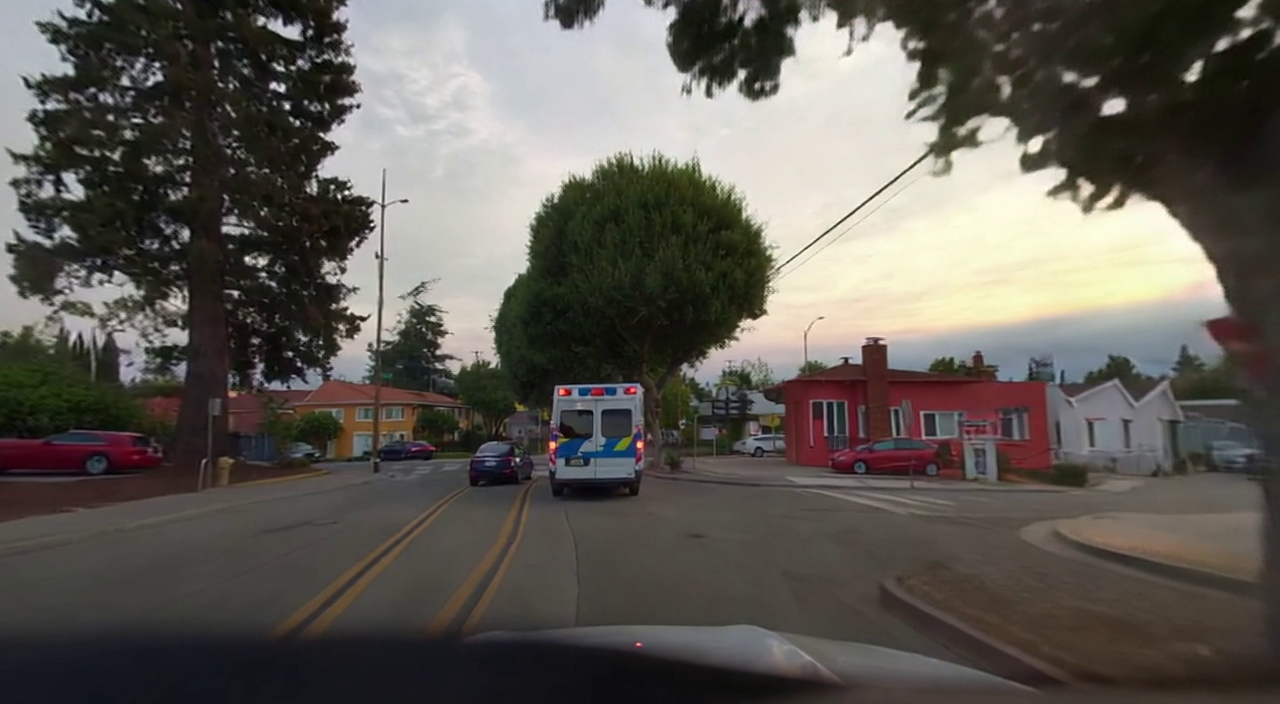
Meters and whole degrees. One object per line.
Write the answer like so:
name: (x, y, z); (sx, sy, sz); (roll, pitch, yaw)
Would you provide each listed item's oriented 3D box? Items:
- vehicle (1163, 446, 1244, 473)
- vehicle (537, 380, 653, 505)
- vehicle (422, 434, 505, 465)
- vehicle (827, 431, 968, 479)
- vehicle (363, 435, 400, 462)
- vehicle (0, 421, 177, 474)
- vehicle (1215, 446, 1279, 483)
vehicle: (36.850, 7.033, 41.452); (2.114, 1.588, 3.888); (-4, -9, 11)
vehicle: (-1.105, 2.313, 16.245); (2.444, 2.640, 5.482); (0, -8, -3)
vehicle: (-11.011, 6.071, 39.462); (4.502, 1.810, 2.056); (-3, -9, 16)
vehicle: (11.268, 4.553, 28.057); (5.270, 1.966, 2.329); (-1, -8, 7)
vehicle: (-18.491, 6.877, 45.128); (2.290, 1.776, 4.947); (3, -9, -23)
vehicle: (-19.999, 3.318, 21.709); (5.910, 1.681, 2.579); (1, -11, -8)
vehicle: (29.966, 5.268, 29.851); (1.899, 1.635, 4.603); (-2, -8, 12)
